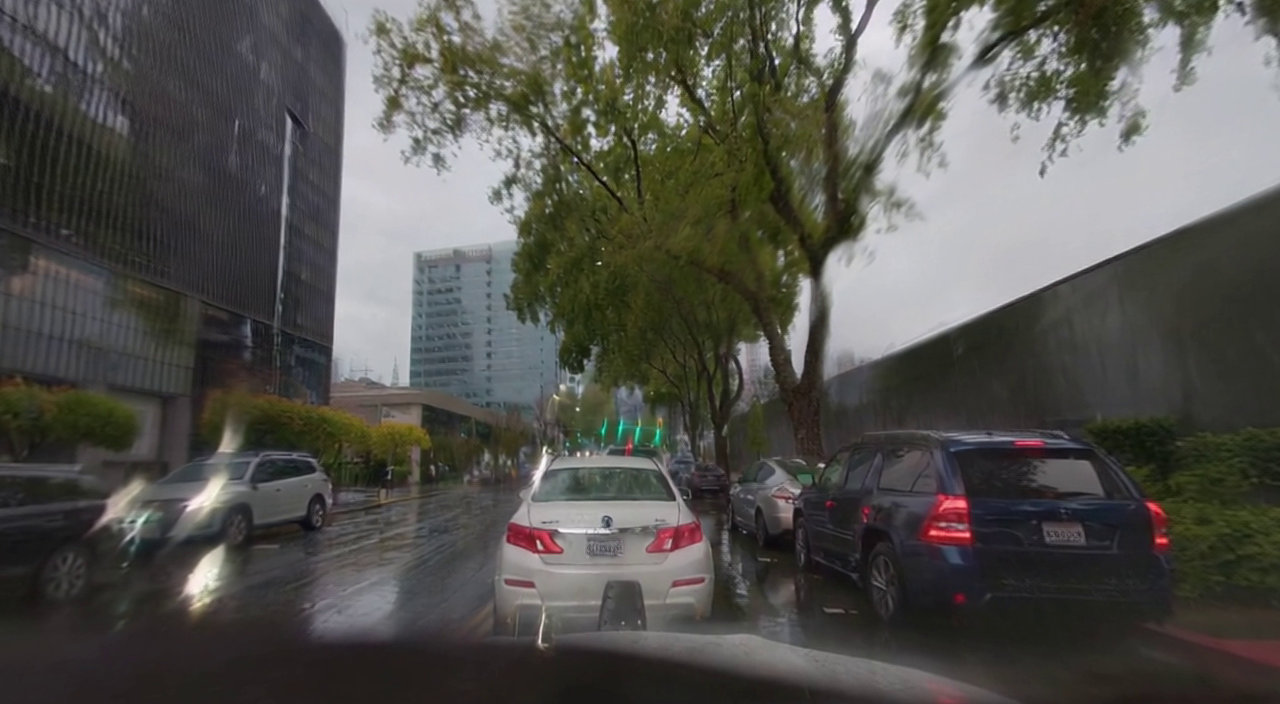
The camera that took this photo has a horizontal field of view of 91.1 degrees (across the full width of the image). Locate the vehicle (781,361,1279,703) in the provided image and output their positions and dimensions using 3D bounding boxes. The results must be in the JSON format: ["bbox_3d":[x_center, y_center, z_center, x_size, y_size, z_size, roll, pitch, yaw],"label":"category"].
[{"bbox_3d":[2.710,1.414,5.552,1.868,1.920,4.501,1,-10,0],"label":"vehicle"}]

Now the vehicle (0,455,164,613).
[{"bbox_3d":[-6.976,1.674,5.743,1.900,1.471,4.202,1,-10,0],"label":"vehicle"}]

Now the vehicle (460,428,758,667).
[{"bbox_3d":[-0.185,1.667,6.180,2.018,1.583,3.646,1,-10,1],"label":"vehicle"}]

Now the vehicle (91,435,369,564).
[{"bbox_3d":[-6.834,2.579,11.275,1.994,1.701,4.520,-3,-12,-1],"label":"vehicle"}]
